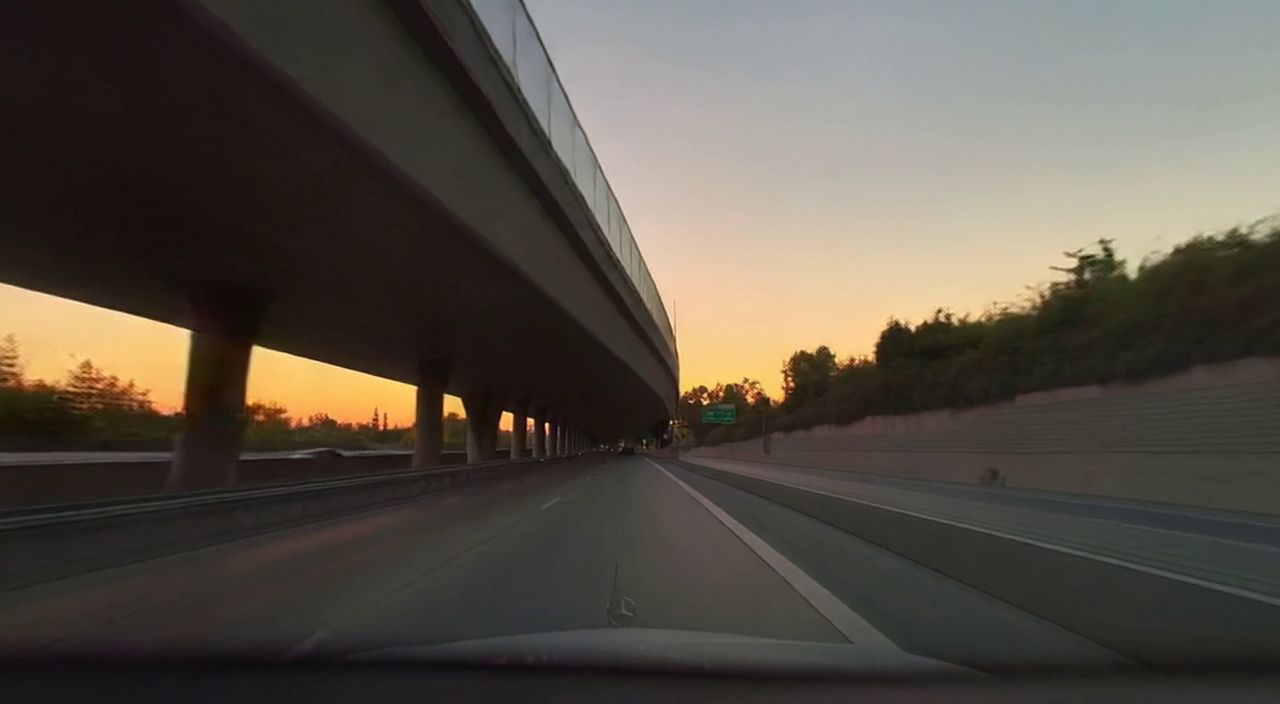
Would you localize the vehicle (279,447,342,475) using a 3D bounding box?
[{"bbox_3d":[-18.392,6.097,35.271,1.652,1.440,3.500,0,-9,-1],"label":"vehicle"}]
